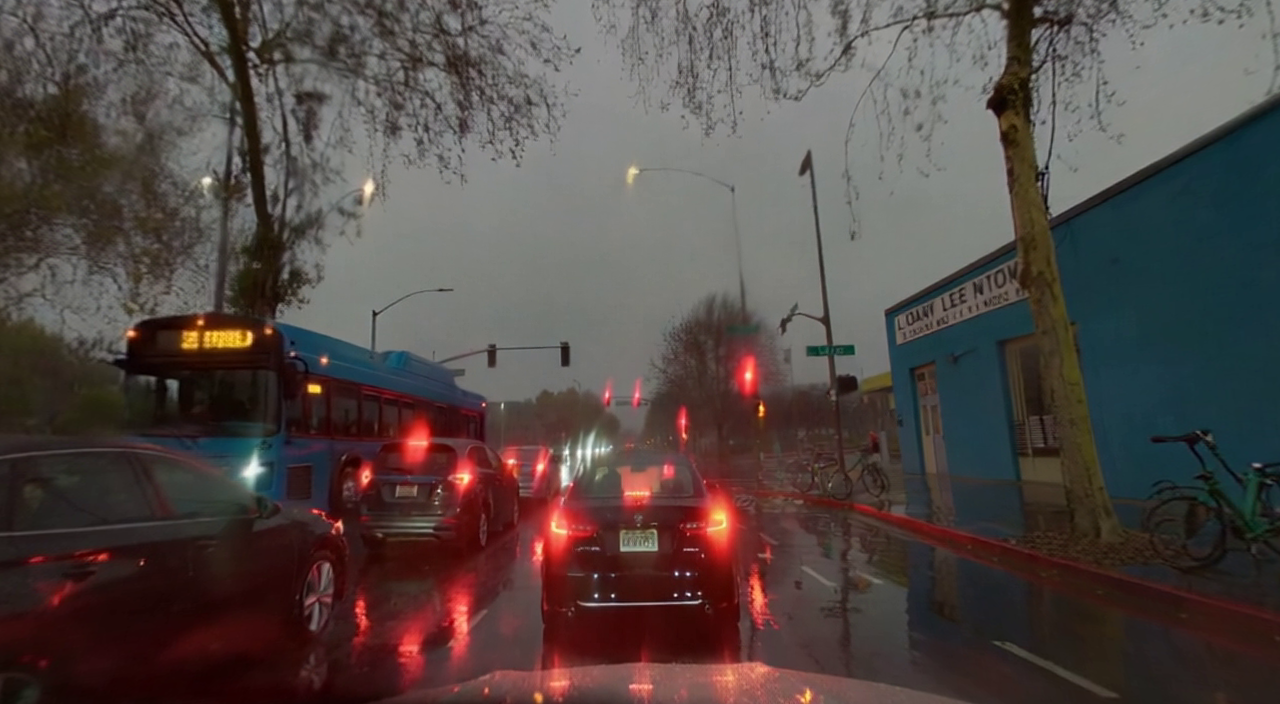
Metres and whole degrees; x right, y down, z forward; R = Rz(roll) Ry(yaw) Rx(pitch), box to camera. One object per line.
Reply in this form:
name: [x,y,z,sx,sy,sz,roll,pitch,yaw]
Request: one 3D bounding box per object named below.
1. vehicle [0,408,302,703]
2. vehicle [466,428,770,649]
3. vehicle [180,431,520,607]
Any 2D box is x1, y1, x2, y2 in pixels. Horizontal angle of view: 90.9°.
vehicle: [-3.167,0.880,1.749,1.867,1.486,4.452,0,-8,2]
vehicle: [-0.136,1.528,6.174,2.031,1.461,3.763,0,-8,0]
vehicle: [-2.917,1.754,7.652,1.944,1.481,4.385,0,-8,1]
